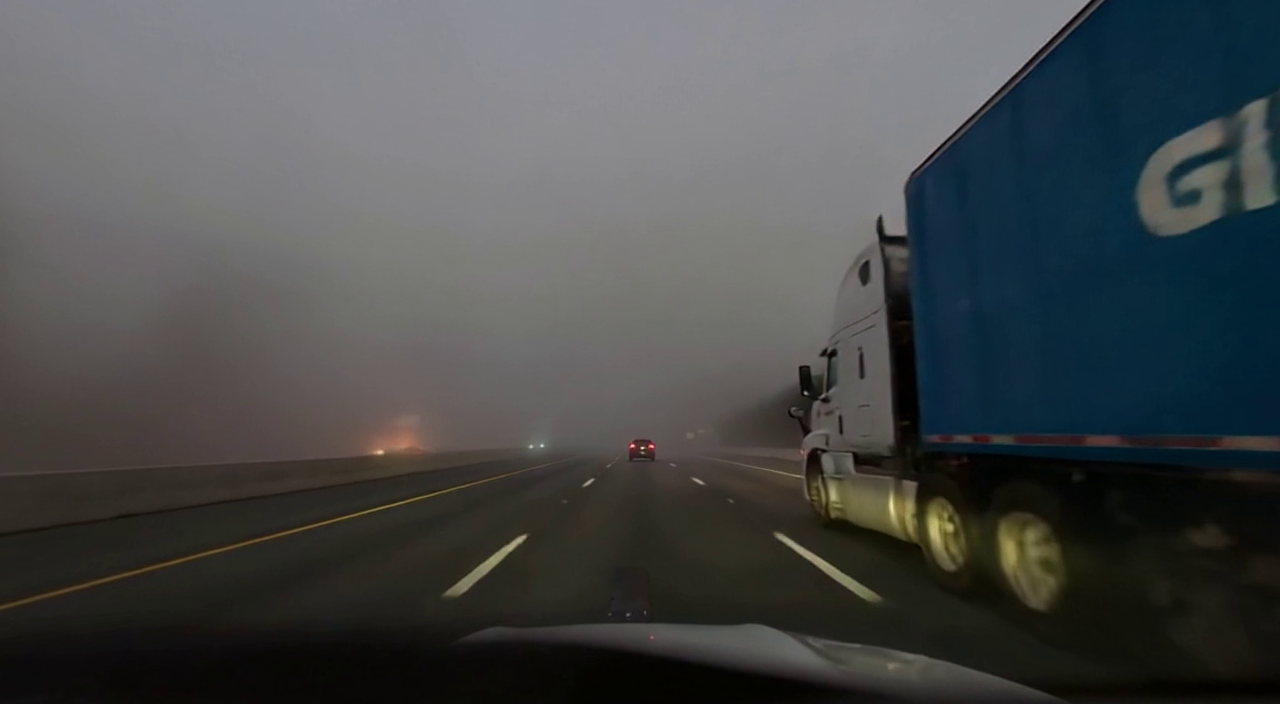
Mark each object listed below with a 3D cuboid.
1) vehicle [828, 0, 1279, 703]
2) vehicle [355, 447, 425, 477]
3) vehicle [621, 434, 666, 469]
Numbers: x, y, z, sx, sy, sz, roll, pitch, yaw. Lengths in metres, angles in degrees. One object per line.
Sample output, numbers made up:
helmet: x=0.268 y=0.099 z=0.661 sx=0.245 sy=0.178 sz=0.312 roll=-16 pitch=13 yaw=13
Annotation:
vehicle: x=4.157 y=-0.593 z=1.069 sx=2.936 sy=4.125 sz=15.204 roll=0 pitch=-8 yaw=0
vehicle: x=-14.098 y=6.195 z=35.746 sx=1.980 sy=1.528 sz=4.504 roll=0 pitch=-8 yaw=2
vehicle: x=0.183 y=4.972 z=31.682 sx=2.111 sy=1.635 sz=4.177 roll=0 pitch=-8 yaw=1
